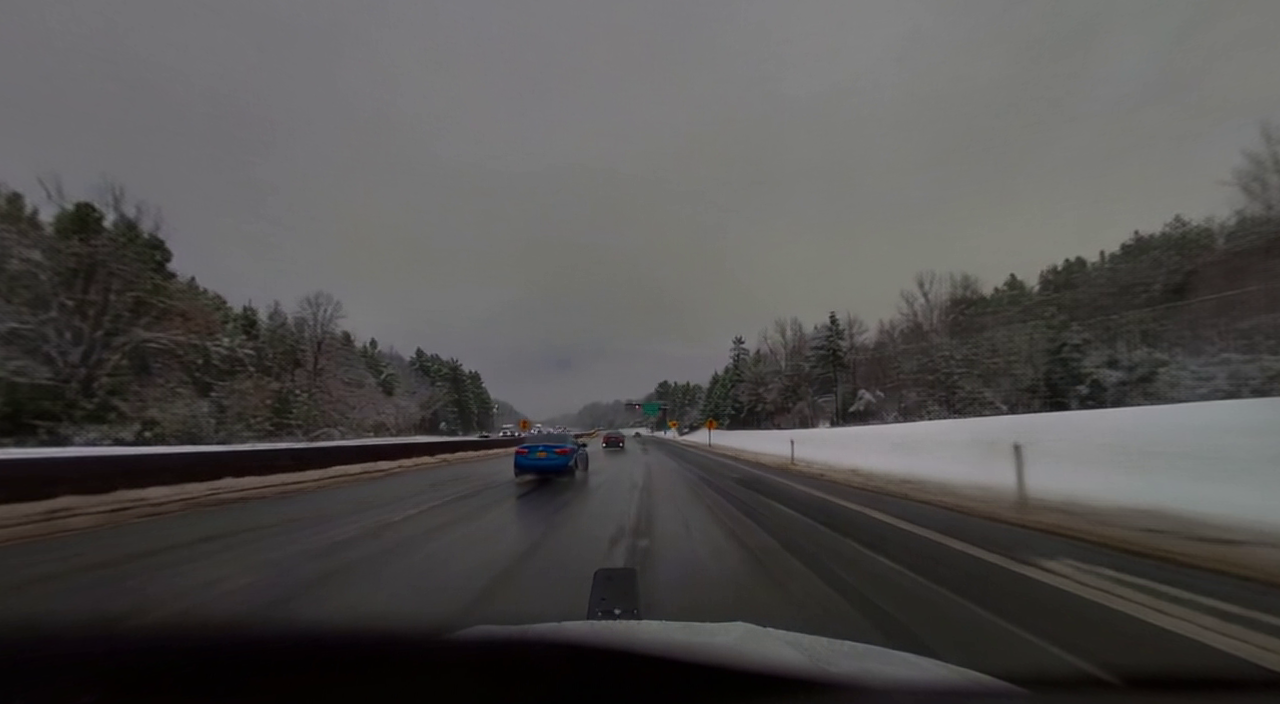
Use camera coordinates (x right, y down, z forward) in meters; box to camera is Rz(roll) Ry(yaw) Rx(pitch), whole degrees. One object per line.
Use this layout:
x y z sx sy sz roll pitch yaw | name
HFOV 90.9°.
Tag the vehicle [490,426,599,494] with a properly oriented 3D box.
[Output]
-2.211 2.626 15.781 1.977 1.443 4.225 0 -8 1 | vehicle
